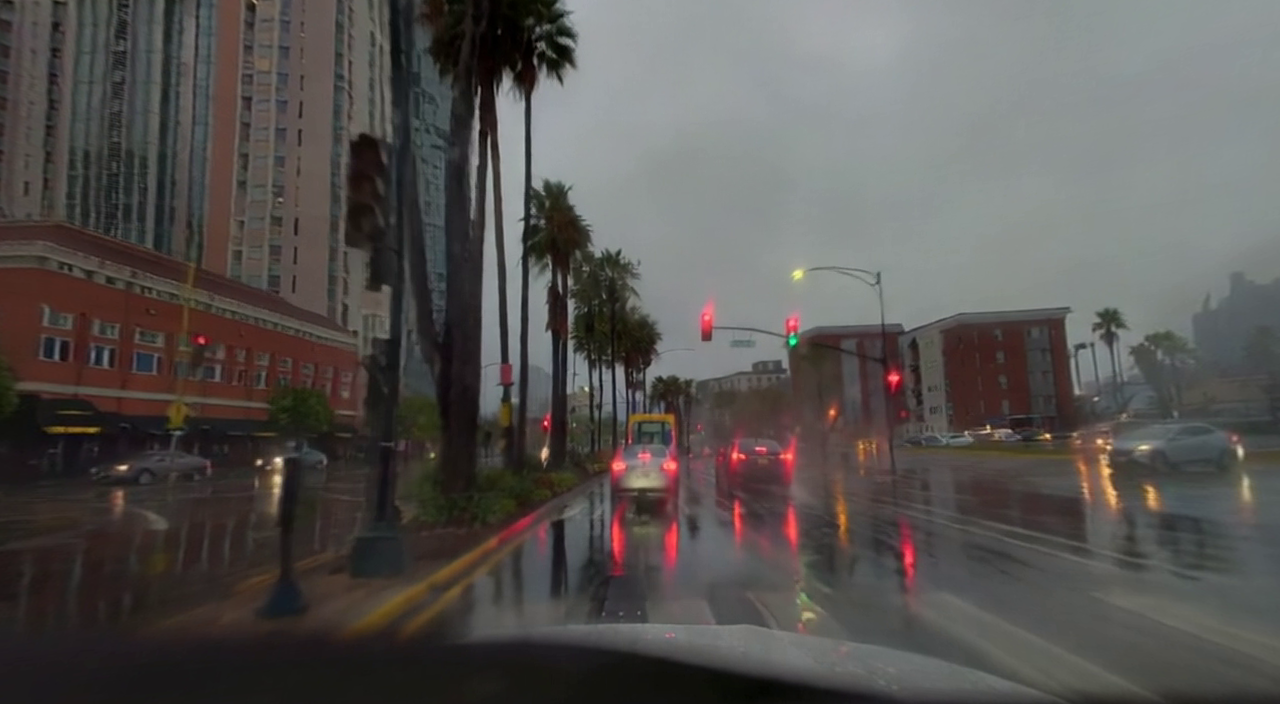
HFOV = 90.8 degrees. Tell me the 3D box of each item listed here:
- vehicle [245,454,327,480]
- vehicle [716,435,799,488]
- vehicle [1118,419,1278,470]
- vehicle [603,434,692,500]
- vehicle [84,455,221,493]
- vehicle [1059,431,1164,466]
[{"bbox_3d":[-22.127,7.190,39.760,1.809,1.472,4.601,-2,-9,13],"label":"vehicle"},{"bbox_3d":[3.583,3.399,19.904,1.909,1.500,3.524,0,-9,0],"label":"vehicle"},{"bbox_3d":[20.425,3.446,23.469,1.959,1.674,4.706,-1,-9,6],"label":"vehicle"},{"bbox_3d":[0.208,2.940,16.503,2.048,1.503,3.681,-1,-9,1],"label":"vehicle"},{"bbox_3d":[-21.607,5.376,28.275,1.844,1.478,4.618,-2,-9,13],"label":"vehicle"},{"bbox_3d":[21.506,4.437,29.102,1.852,1.455,4.673,-2,-9,9],"label":"vehicle"}]
